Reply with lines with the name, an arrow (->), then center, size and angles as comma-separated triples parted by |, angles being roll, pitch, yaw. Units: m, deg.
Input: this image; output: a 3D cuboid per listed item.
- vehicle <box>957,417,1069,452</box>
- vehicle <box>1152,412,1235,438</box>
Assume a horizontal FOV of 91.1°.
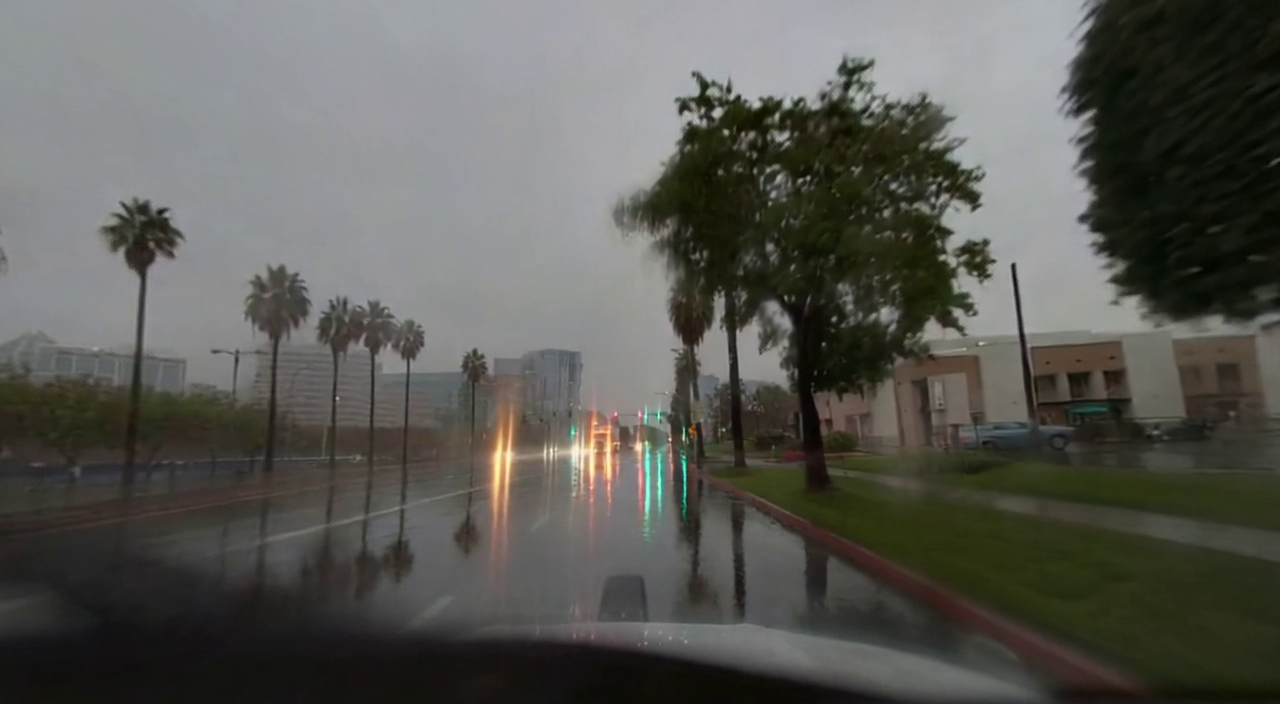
vehicle -> 16.566, 3.688, 27.953 | 3.945, 1.463, 1.684 | 0, -8, -5
vehicle -> 36.901, 4.929, 42.022 | 1.794, 1.535, 4.466 | -1, -9, 6
